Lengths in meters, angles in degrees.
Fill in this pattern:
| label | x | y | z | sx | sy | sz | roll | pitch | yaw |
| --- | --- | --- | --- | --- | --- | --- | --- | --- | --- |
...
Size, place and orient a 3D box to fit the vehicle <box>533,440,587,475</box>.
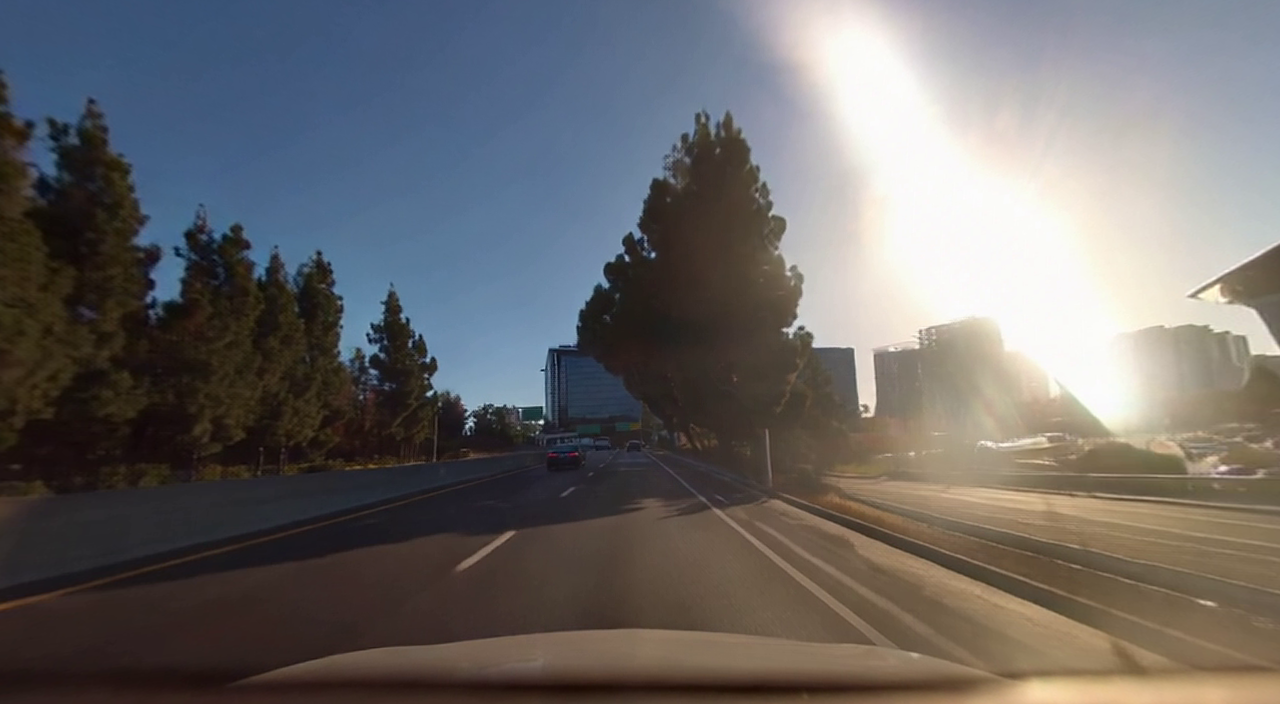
| label | x | y | z | sx | sy | sz | roll | pitch | yaw |
| --- | --- | --- | --- | --- | --- | --- | --- | --- | --- |
| vehicle | -3.740 | 4.999 | 30.234 | 1.984 | 1.521 | 4.682 | 0 | -8 | 0 |
